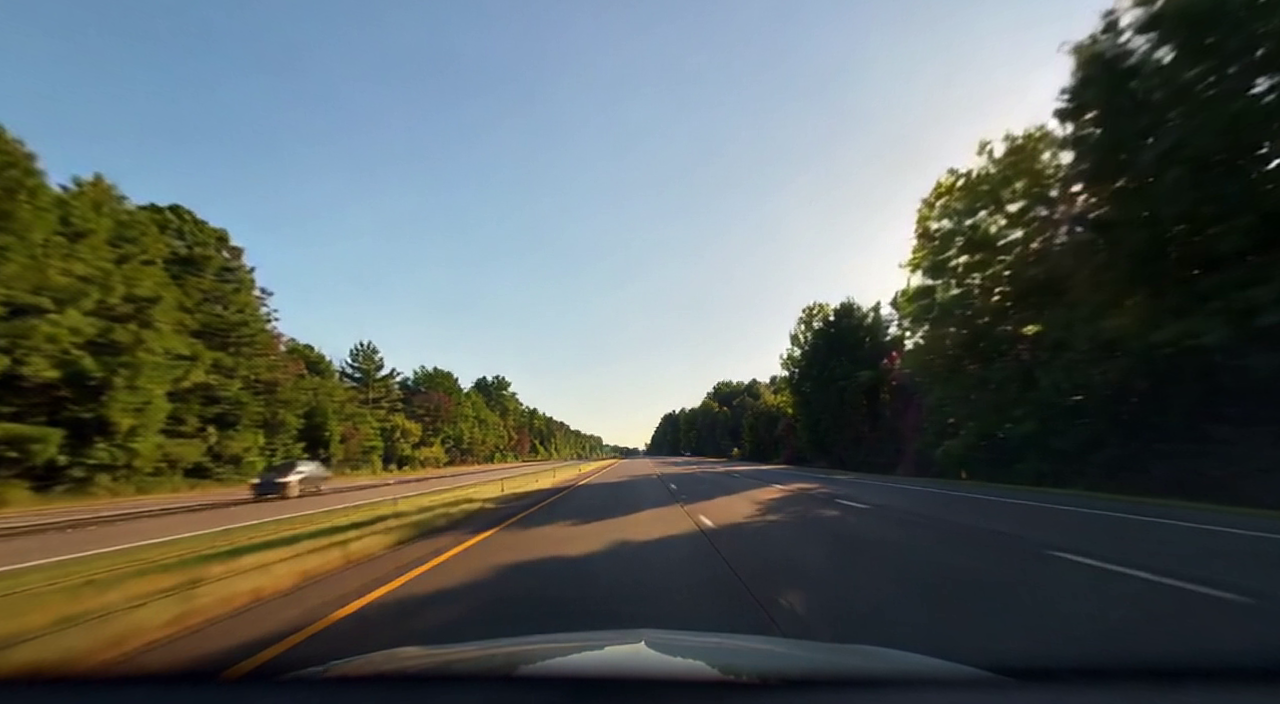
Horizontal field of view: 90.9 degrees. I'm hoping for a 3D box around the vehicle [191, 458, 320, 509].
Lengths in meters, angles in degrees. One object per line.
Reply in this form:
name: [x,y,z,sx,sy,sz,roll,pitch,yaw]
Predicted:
vehicle: [-12.156,4.159,20.250,1.764,1.404,3.791,0,-9,-1]
